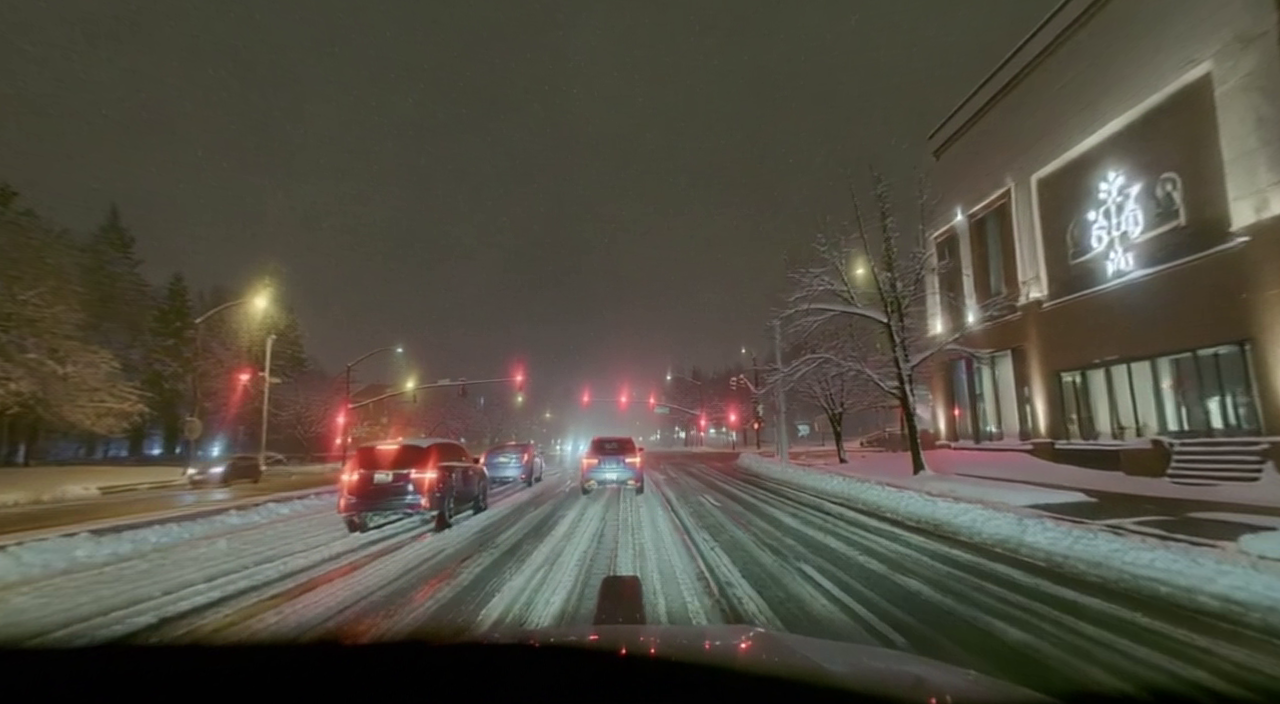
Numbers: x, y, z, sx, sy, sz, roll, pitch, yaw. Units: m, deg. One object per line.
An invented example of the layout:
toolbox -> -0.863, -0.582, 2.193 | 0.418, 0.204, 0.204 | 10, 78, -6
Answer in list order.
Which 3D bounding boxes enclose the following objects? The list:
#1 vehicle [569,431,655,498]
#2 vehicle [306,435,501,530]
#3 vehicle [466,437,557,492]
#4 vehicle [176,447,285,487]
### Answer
vehicle -> -0.688, 2.974, 17.039 | 2.042, 1.555, 3.912 | 0, -9, 0
vehicle -> -4.179, 2.369, 12.139 | 2.020, 1.457, 4.496 | 0, -9, 0
vehicle -> -3.785, 3.385, 19.409 | 1.950, 1.487, 4.130 | 0, -9, 0
vehicle -> -19.358, 5.425, 30.204 | 2.054, 1.724, 4.829 | 0, -9, -2
